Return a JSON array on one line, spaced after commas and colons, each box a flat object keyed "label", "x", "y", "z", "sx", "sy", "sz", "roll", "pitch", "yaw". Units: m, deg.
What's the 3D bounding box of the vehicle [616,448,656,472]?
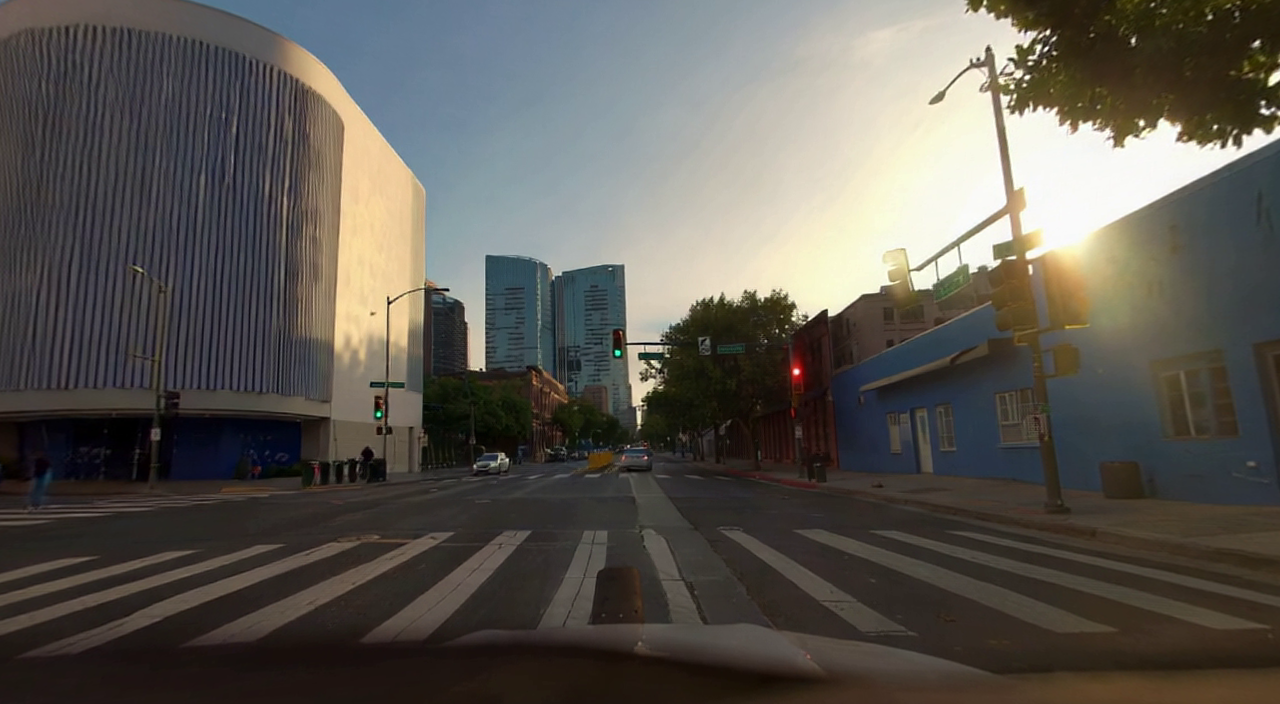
[{"label": "vehicle", "x": -0.201, "y": 6.965, "z": 41.084, "sx": 2.088, "sy": 1.452, "sz": 4.833, "roll": -1, "pitch": -8, "yaw": 6}]
